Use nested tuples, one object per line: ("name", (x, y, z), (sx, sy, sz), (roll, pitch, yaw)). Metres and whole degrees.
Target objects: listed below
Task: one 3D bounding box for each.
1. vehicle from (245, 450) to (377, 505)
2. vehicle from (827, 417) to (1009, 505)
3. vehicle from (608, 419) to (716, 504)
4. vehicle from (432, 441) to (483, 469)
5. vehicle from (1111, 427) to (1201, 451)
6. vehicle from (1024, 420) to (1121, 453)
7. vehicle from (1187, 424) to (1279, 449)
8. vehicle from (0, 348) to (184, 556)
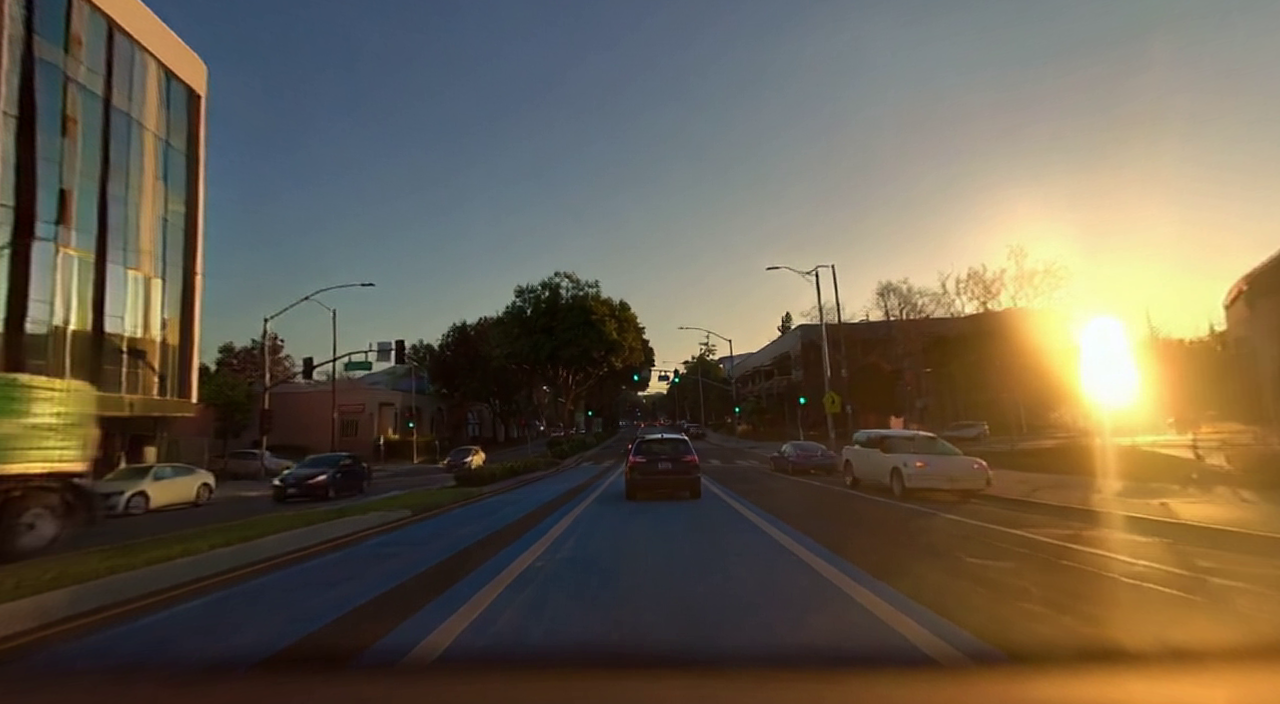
("vehicle", (-10.476, 3.992, 20.540), (2.019, 1.547, 4.315), (0, -9, -1))
("vehicle", (6.608, 2.677, 15.823), (2.205, 1.823, 5.078), (0, -9, 0))
("vehicle", (0.441, 2.651, 15.520), (2.283, 1.773, 4.255), (0, -9, 0))
("vehicle", (-12.706, 7.200, 44.228), (1.975, 1.820, 4.838), (-1, -9, 2))
("vehicle", (33.623, 5.714, 41.169), (4.275, 1.487, 1.781), (0, -9, 1))
("vehicle", (28.298, 5.555, 41.330), (4.655, 1.852, 2.161), (-2, -10, -2))
("vehicle", (38.795, 5.520, 41.240), (4.286, 1.625, 1.809), (0, -8, 0))
("vehicle", (-13.632, 1.753, 10.953), (3.101, 3.878, 10.902), (0, -9, 1))
